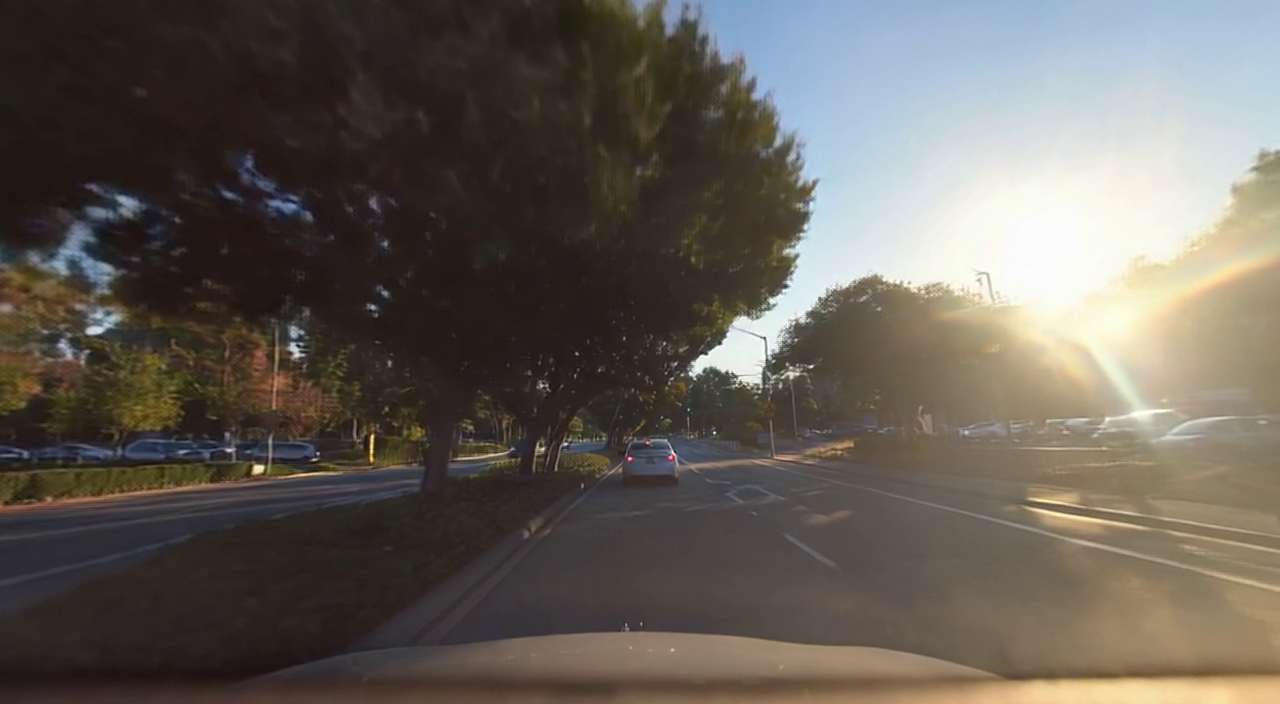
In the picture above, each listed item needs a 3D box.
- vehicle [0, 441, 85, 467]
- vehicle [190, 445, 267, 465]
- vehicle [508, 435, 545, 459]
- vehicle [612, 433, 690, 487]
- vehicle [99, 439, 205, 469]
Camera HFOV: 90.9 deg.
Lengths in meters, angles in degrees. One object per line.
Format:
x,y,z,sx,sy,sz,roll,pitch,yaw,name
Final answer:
-42.399,7.207,44.580,4.334,1.769,1.975,0,-8,-2,vehicle
-30.412,7.617,46.711,4.356,1.444,1.819,0,-8,-1,vehicle
-8.848,7.442,49.600,2.131,1.778,4.912,0,-8,-1,vehicle
0.256,3.174,18.858,2.093,1.442,3.977,0,-8,-1,vehicle
-30.123,6.313,39.042,4.764,1.786,2.091,0,-8,0,vehicle
